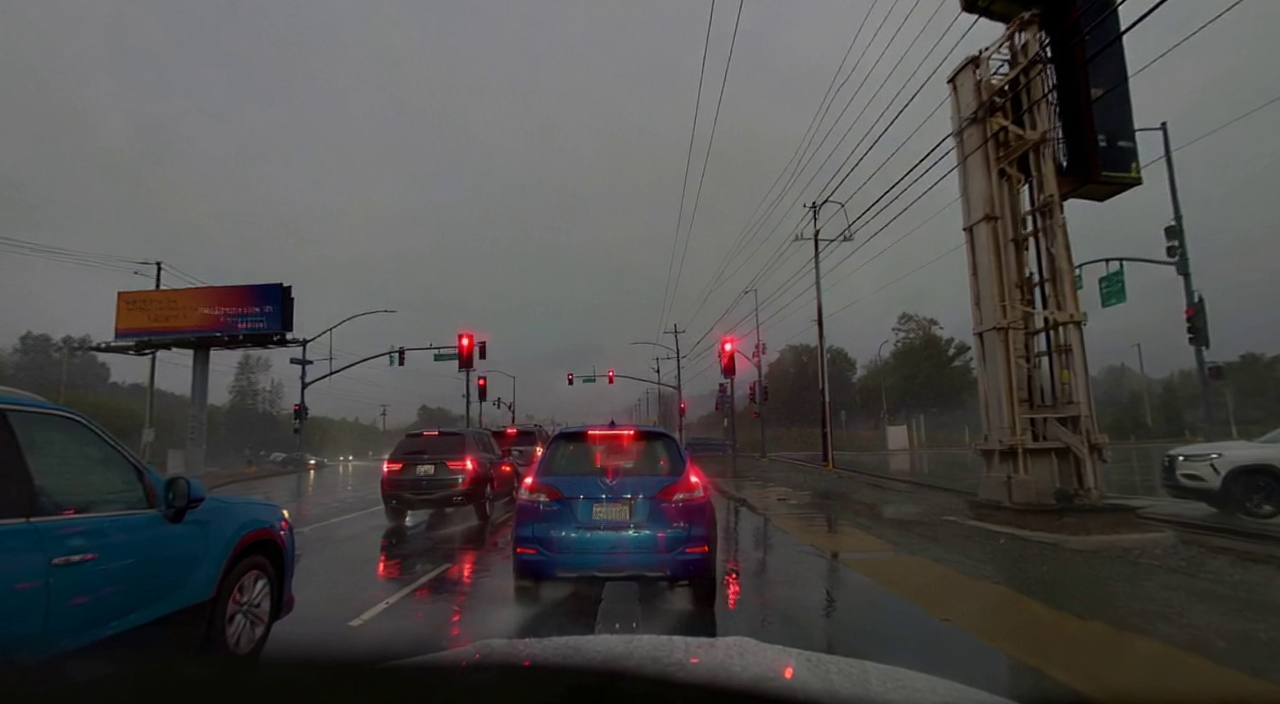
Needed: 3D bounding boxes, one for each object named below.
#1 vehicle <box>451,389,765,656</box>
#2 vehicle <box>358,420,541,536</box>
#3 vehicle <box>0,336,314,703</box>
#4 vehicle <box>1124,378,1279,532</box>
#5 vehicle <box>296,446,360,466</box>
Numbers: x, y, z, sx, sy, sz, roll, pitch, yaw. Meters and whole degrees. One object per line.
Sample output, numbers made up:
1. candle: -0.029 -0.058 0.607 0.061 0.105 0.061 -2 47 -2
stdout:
1. vehicle: -0.210 1.376 5.997 2.025 1.723 3.644 0 -9 0
2. vehicle: -3.147 2.184 11.508 1.988 1.678 4.317 0 -9 0
3. vehicle: -3.927 0.864 2.981 2.052 1.814 5.184 0 -9 -1
4. vehicle: 9.609 1.317 8.190 5.060 1.702 2.033 1 -9 -4
5. vehicle: -24.205 8.069 49.087 4.357 1.444 1.842 -3 -9 19
